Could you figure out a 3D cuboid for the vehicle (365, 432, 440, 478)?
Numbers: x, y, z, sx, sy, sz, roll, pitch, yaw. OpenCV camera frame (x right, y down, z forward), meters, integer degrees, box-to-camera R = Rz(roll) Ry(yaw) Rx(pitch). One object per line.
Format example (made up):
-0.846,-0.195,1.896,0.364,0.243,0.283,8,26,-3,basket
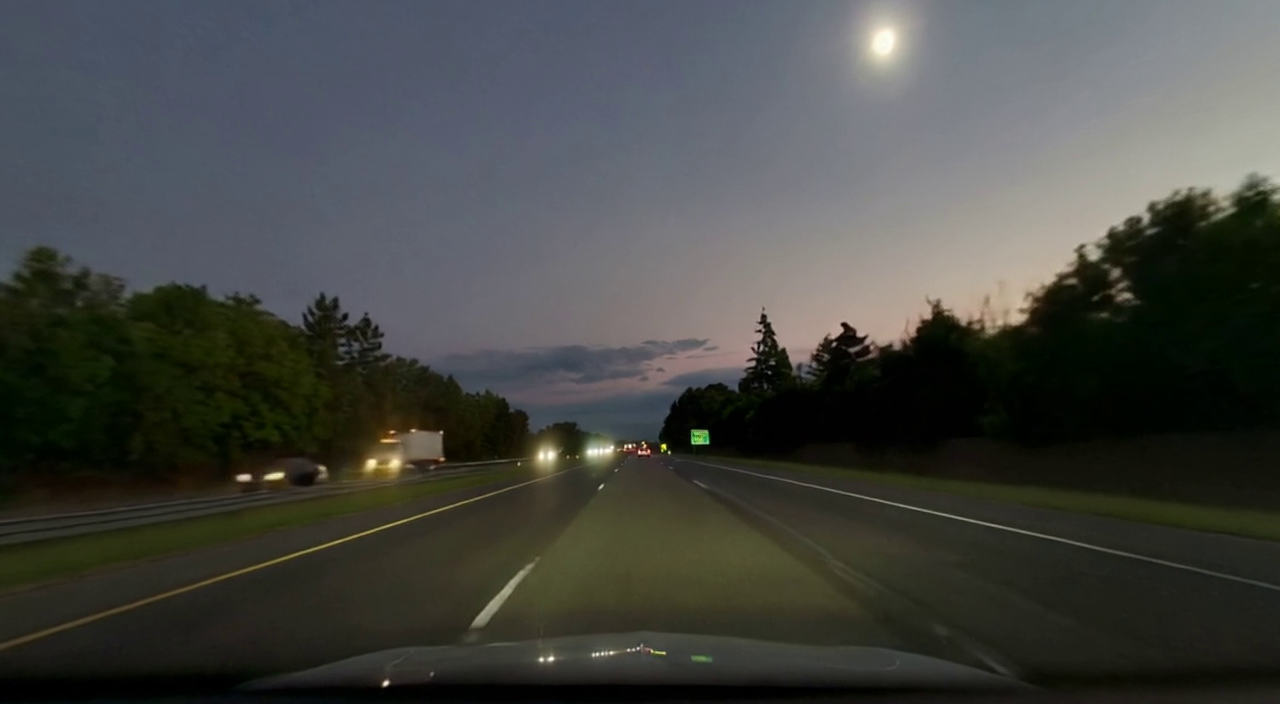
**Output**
-16.883,7.353,45.433,2.536,3.058,7.355,0,-8,0,vehicle

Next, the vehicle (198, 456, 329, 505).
-12.977,4.414,22.115,1.820,1.458,4.466,0,-9,1,vehicle
